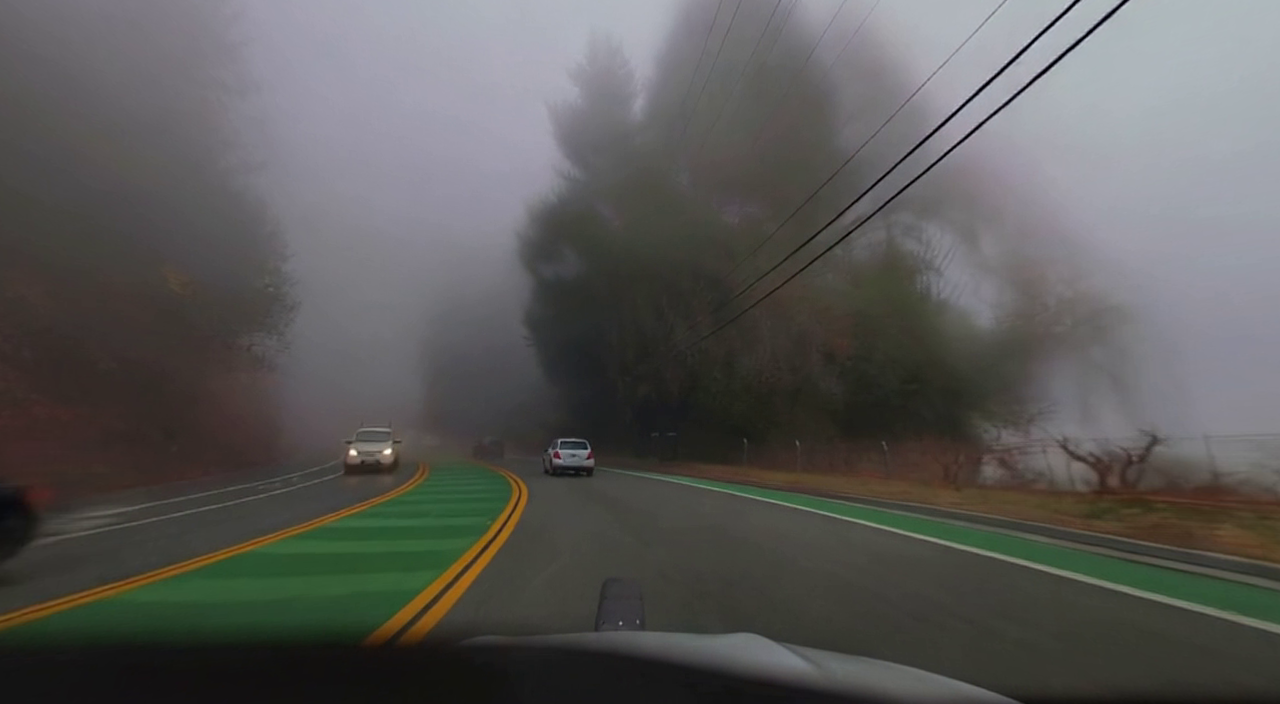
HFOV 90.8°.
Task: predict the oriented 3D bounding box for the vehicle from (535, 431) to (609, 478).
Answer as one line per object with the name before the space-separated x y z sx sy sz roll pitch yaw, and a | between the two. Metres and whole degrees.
vehicle | -2.951 4.287 26.606 2.140 1.767 4.720 3 -9 -18

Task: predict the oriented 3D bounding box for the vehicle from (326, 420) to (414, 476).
vehicle | -10.995 3.989 26.293 2.524 2.051 5.963 2 -9 -15

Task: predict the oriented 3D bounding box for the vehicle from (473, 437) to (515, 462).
vehicle | -10.601 7.022 45.658 2.075 1.699 4.520 4 -9 -23
